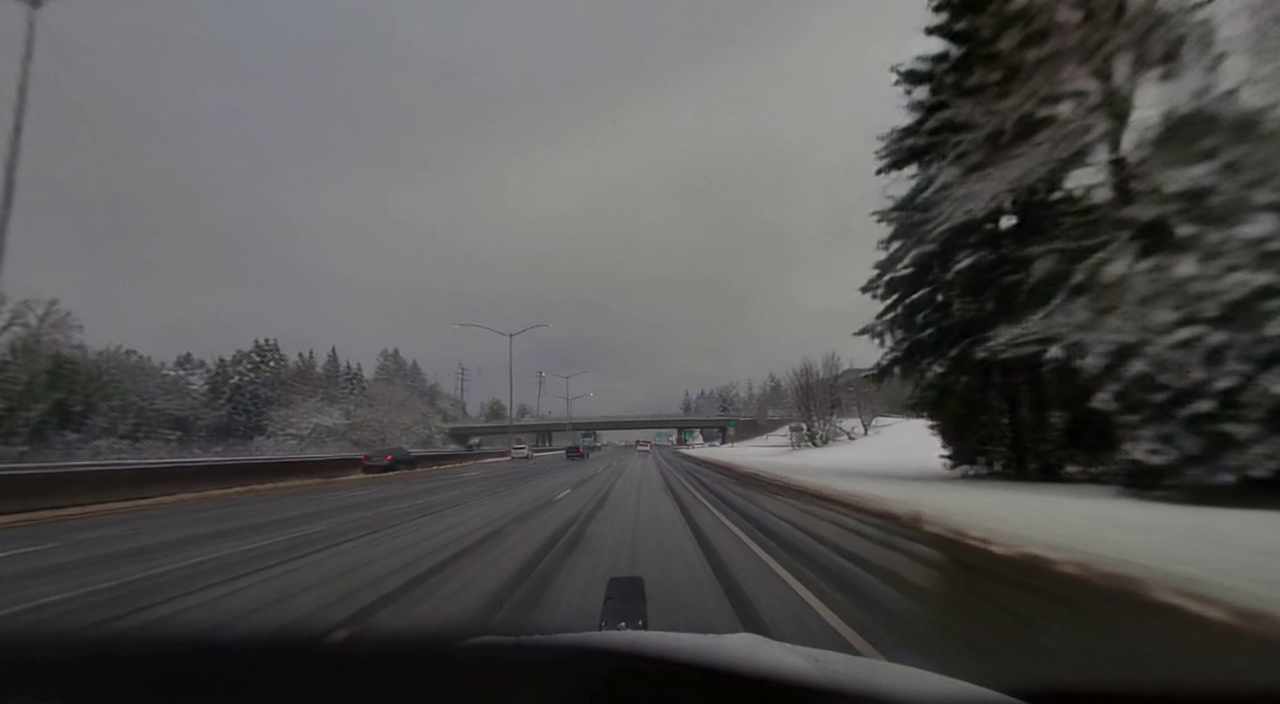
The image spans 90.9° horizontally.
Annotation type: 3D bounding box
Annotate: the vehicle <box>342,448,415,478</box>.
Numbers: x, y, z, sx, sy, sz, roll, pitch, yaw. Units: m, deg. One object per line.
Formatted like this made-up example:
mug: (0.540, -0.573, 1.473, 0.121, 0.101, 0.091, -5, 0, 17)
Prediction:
vehicle: (-14.198, 6.027, 34.528, 1.988, 1.477, 4.442, 0, -8, 1)
